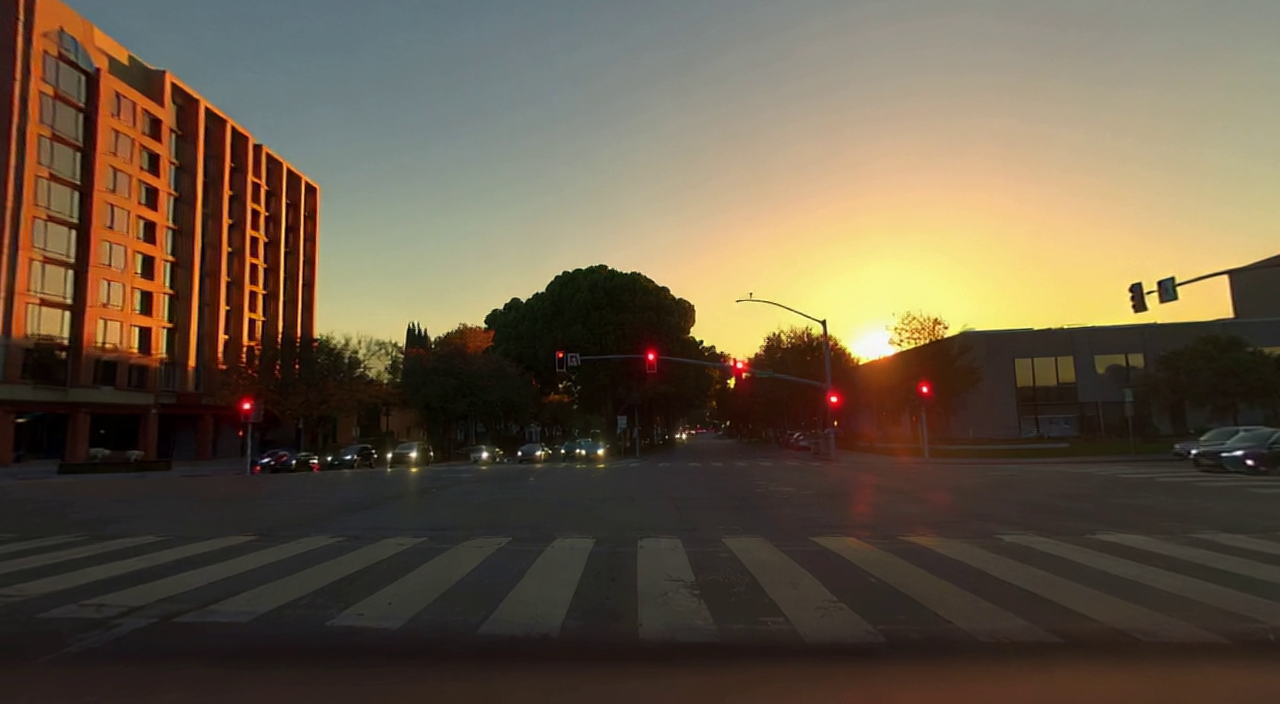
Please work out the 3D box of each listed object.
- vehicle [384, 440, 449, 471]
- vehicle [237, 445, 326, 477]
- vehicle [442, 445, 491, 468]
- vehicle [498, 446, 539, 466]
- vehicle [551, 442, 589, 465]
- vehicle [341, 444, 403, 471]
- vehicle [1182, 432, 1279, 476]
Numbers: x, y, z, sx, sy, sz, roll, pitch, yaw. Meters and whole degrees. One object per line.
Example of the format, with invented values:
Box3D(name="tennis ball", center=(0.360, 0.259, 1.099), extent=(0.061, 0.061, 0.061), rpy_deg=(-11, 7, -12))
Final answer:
Box3D(name="vehicle", center=(-15.195, 7.036, 43.137), extent=(2.340, 1.946, 5.450), rpy_deg=(0, -9, 1))
Box3D(name="vehicle", center=(-22.501, 6.820, 39.780), extent=(2.032, 1.839, 4.884), rpy_deg=(-2, -9, 13))
Box3D(name="vehicle", center=(-11.688, 7.074, 42.684), extent=(1.911, 1.476, 4.297), rpy_deg=(-1, -9, 2))
Box3D(name="vehicle", center=(-8.161, 7.008, 42.591), extent=(1.910, 1.321, 3.692), rpy_deg=(0, -9, 1))
Box3D(name="vehicle", center=(-4.580, 6.711, 41.667), extent=(1.954, 1.431, 4.050), rpy_deg=(0, -9, 2))
Box3D(name="vehicle", center=(-18.611, 7.342, 43.980), extent=(2.237, 1.801, 4.541), rpy_deg=(0, -9, 1))
Box3D(name="vehicle", center=(22.286, 3.588, 22.258), extent=(4.474, 1.477, 1.908), rpy_deg=(0, -9, -3))
